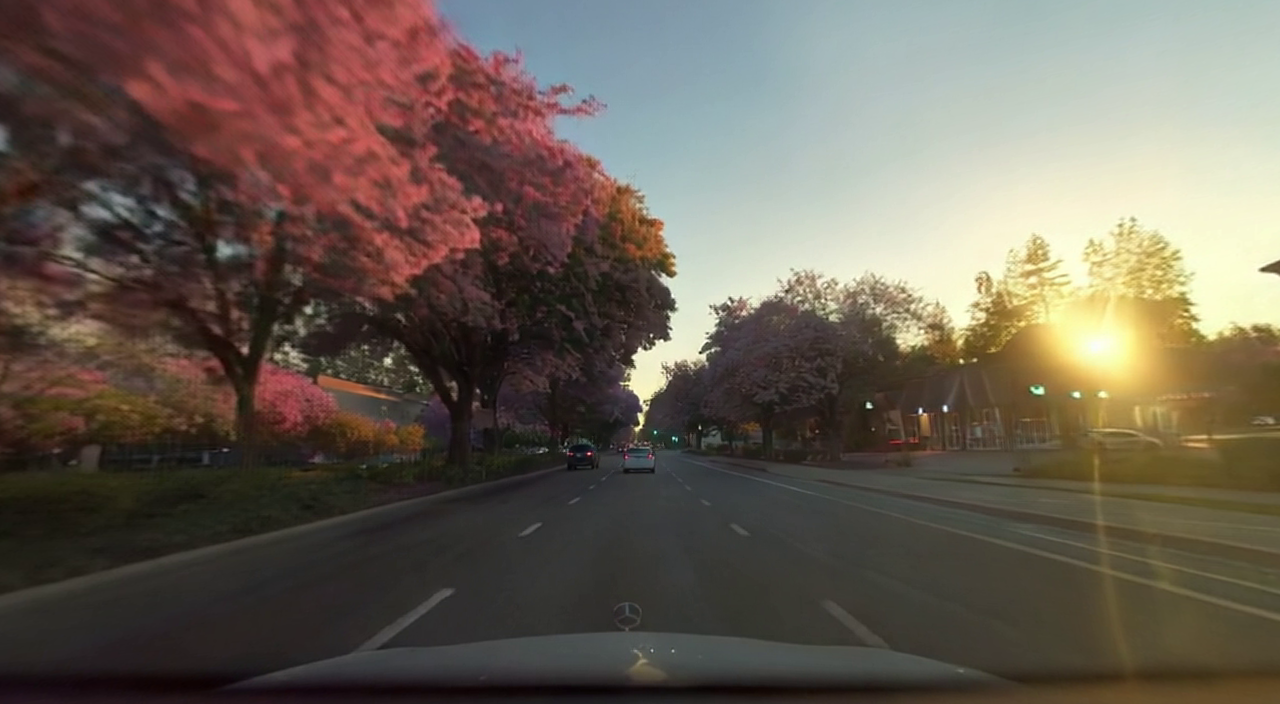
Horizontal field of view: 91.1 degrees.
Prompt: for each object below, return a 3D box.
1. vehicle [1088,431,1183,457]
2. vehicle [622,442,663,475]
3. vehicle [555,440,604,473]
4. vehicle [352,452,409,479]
[{"bbox_3d":[29.808,5.569,37.990,1.832,1.421,4.597,-1,-8,-2],"label":"vehicle"},{"bbox_3d":[0.146,5.967,35.491,2.149,1.701,4.379,0,-9,0],"label":"vehicle"},{"bbox_3d":[-3.551,6.271,38.053,2.453,1.844,4.751,0,-9,1],"label":"vehicle"},{"bbox_3d":[-18.111,7.910,44.087,2.030,1.750,4.597,0,-9,0],"label":"vehicle"}]
